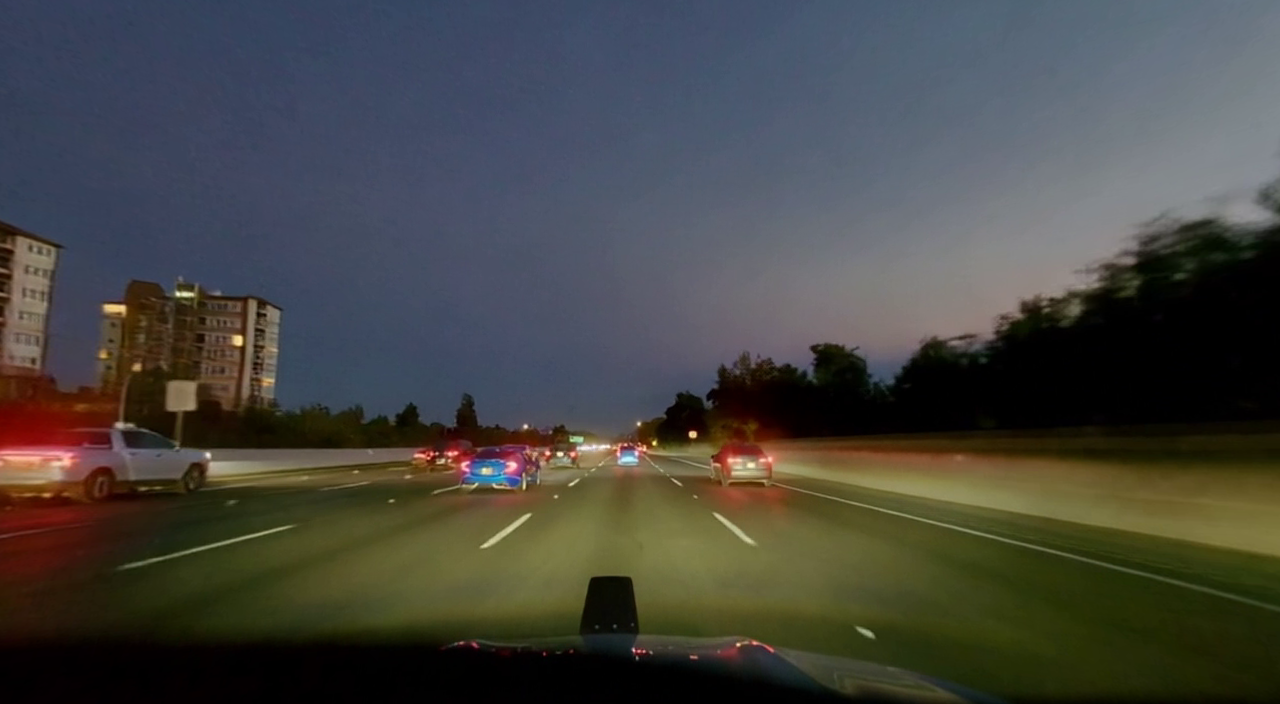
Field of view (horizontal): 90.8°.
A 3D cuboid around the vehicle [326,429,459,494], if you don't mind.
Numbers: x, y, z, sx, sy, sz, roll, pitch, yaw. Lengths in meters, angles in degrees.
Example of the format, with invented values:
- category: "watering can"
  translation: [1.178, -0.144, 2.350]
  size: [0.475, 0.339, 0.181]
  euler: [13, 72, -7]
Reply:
- category: "vehicle"
  translation: [-7.525, 3.381, 19.893]
  size: [2.086, 1.776, 5.080]
  euler: [0, -8, 0]

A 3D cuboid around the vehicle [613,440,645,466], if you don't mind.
- category: "vehicle"
  translation: [-0.739, 6.890, 43.240]
  size: [2.053, 1.650, 3.945]
  euler: [0, -8, -1]

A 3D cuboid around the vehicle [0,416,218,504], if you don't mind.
- category: "vehicle"
  translation: [-15.256, 2.963, 17.788]
  size: [2.396, 1.999, 6.333]
  euler: [0, -8, 0]

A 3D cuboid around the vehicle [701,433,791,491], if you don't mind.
- category: "vehicle"
  translation: [3.318, 3.542, 20.696]
  size: [2.061, 1.658, 4.417]
  euler: [0, -8, -2]

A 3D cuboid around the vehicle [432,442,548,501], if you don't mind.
- category: "vehicle"
  translation: [-3.987, 3.241, 17.667]
  size: [2.124, 1.426, 4.444]
  euler: [0, -8, 0]

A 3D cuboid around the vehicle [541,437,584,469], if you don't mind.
- category: "vehicle"
  translation: [-4.610, 6.086, 38.245]
  size: [2.044, 1.774, 4.329]
  euler: [0, -8, 0]
